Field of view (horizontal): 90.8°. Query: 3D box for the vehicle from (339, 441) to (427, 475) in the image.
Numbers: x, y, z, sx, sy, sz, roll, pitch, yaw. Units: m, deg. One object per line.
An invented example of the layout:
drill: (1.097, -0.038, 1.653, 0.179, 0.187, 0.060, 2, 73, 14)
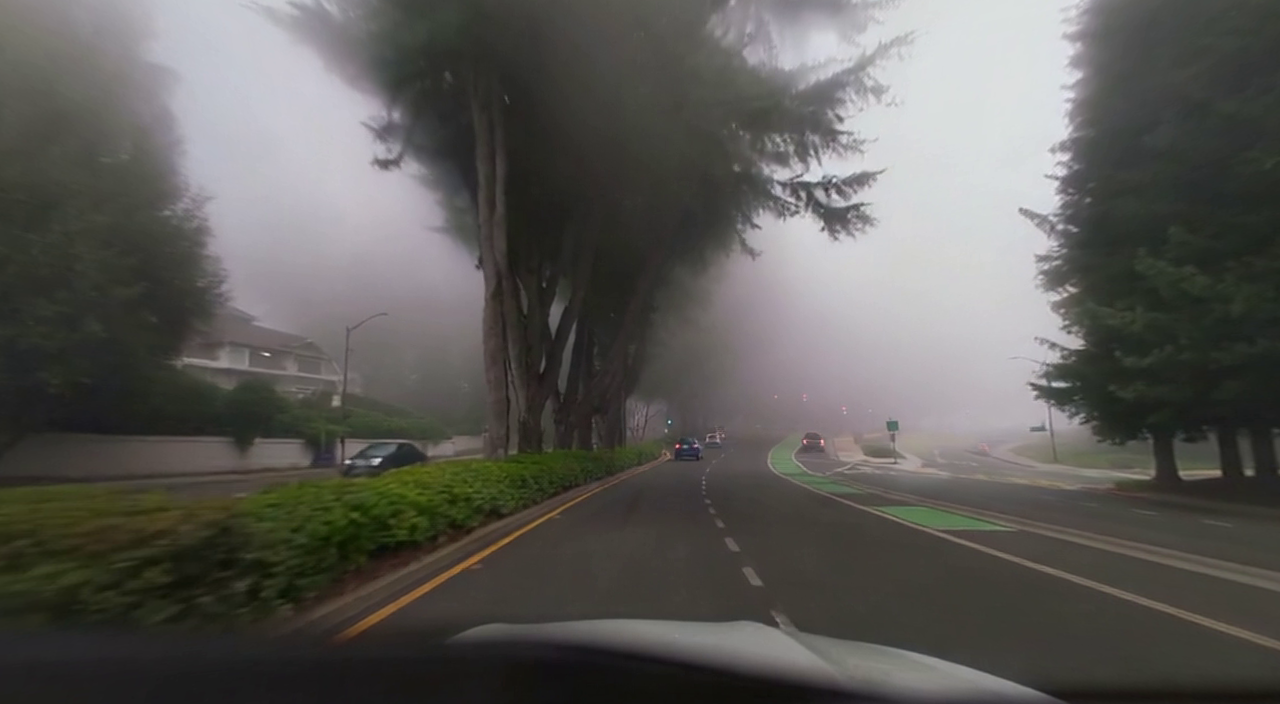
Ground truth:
vehicle: (-13.012, 5.406, 32.417, 2.061, 1.559, 4.729, -1, -9, 7)
